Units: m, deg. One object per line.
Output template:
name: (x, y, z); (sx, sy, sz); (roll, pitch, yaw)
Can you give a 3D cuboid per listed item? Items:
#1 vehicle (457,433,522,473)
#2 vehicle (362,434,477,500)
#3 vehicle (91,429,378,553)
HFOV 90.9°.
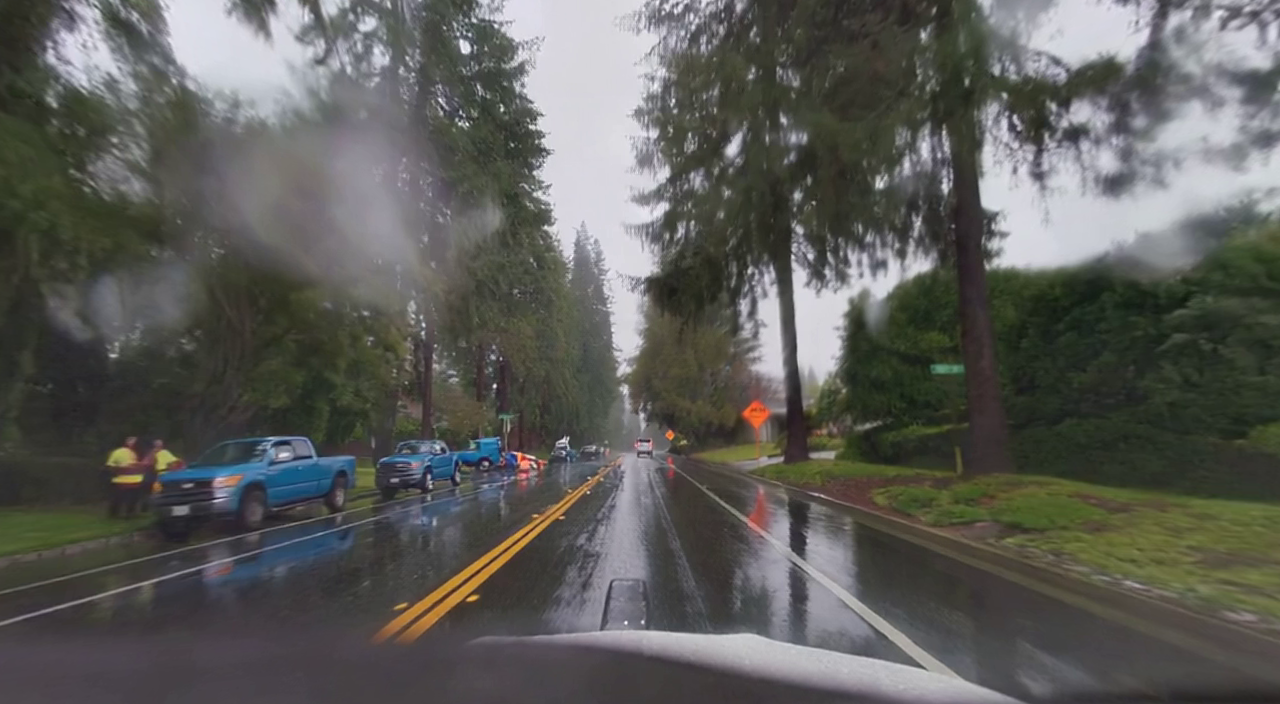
vehicle: (-10.422, 6.964, 43.701); (4.120, 2.628, 2.064); (3, -9, -19)
vehicle: (-8.207, 4.256, 24.203); (2.375, 2.016, 5.936); (-4, -7, -1)
vehicle: (-8.200, 2.739, 13.738); (2.375, 1.923, 5.790); (-4, -7, 1)
